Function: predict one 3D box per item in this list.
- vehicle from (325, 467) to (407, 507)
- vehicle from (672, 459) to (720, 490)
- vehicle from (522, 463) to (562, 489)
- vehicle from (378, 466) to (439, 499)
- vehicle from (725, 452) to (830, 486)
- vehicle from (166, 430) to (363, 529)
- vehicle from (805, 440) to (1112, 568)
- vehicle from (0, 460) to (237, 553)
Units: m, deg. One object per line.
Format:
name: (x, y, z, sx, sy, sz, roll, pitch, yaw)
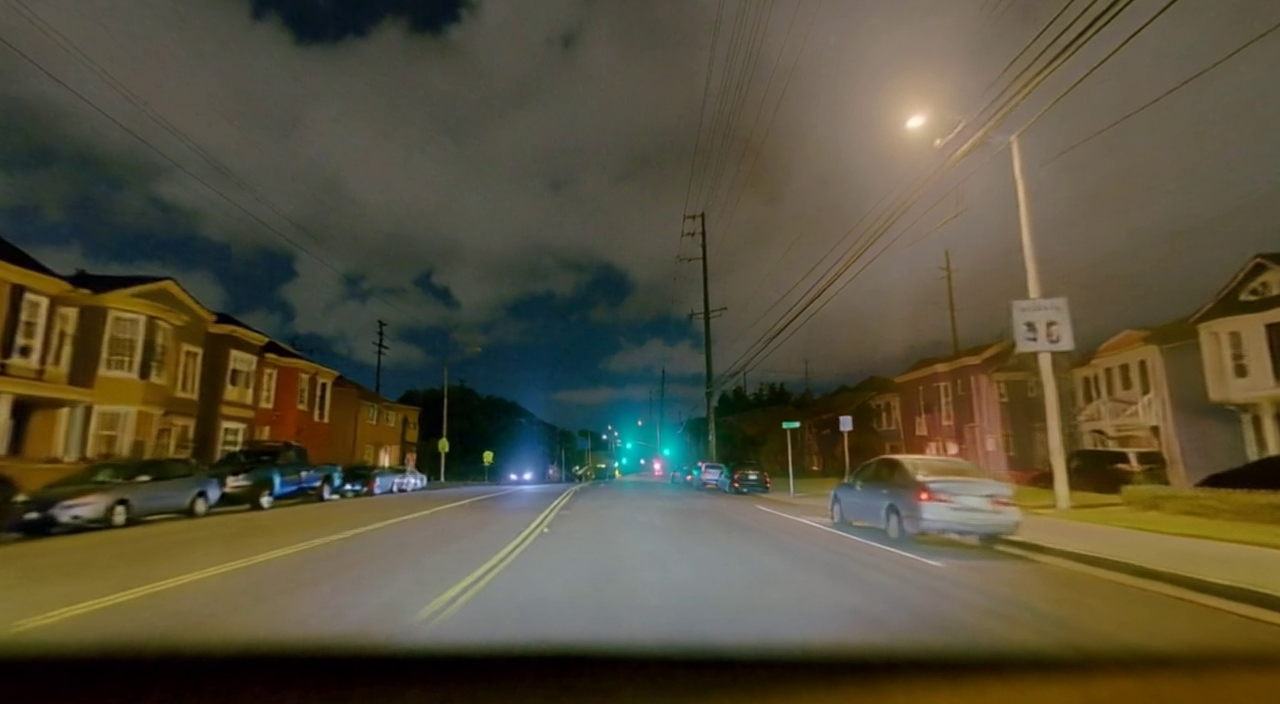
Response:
vehicle: (-11.551, 5.700, 26.962, 1.742, 1.415, 4.566, 1, -9, -4)
vehicle: (3.051, 6.814, 35.413, 1.917, 1.434, 4.733, -1, -9, -4)
vehicle: (-6.359, 8.075, 41.411, 2.205, 1.480, 4.366, 0, -9, -3)
vehicle: (-11.877, 6.697, 32.690, 1.936, 1.516, 3.647, 1, -9, -4)
vehicle: (8.554, 7.252, 39.546, 5.925, 1.898, 2.475, -5, -10, 32)
vehicle: (-11.112, 3.782, 19.547, 2.687, 2.491, 5.936, -1, -9, -3)
vehicle: (4.486, 2.196, 10.056, 2.059, 1.502, 4.824, 1, -9, -5)
vehicle: (-10.849, 3.140, 13.526, 1.826, 1.455, 4.475, -2, -9, -5)
